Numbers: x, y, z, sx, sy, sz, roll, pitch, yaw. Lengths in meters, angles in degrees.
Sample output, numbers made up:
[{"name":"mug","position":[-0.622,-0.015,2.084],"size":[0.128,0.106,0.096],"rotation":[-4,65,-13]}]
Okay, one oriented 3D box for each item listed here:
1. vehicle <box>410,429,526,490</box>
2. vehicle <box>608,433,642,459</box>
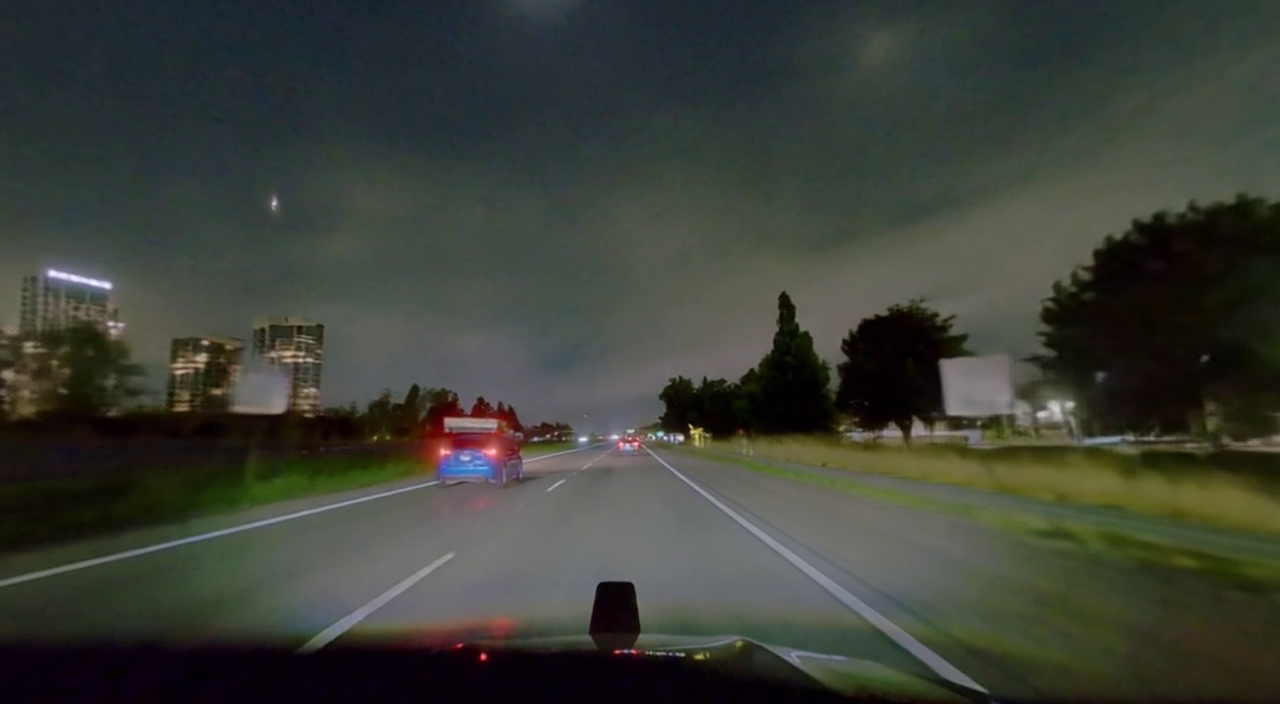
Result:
[{"name":"vehicle","position":[-4.900,3.124,18.751],"size":[2.189,1.580,4.607],"rotation":[0,-8,0]},{"name":"vehicle","position":[-0.995,6.317,42.542],"size":[2.151,1.618,3.898],"rotation":[0,-8,-1]}]
